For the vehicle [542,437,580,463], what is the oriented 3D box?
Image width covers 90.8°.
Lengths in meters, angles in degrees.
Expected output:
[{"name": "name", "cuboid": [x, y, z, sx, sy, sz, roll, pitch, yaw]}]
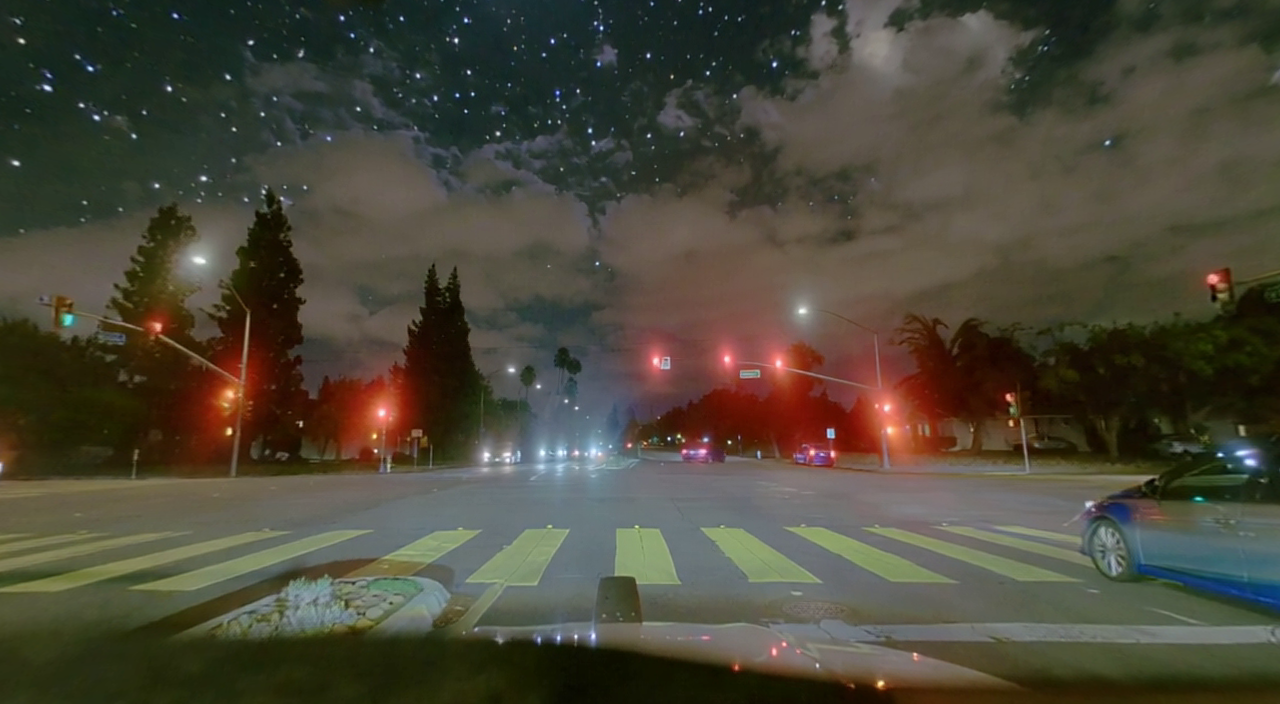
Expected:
[{"name": "vehicle", "cuboid": [-5.529, 6.934, 44.683, 2.091, 1.707, 4.157, 0, -9, 1]}]

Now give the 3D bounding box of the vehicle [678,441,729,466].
[{"name": "vehicle", "cuboid": [4.284, 6.737, 42.083, 2.104, 1.518, 4.999, -3, -9, 21]}]

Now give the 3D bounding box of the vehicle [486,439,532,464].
[{"name": "vehicle", "cuboid": [-8.942, 6.859, 43.633, 2.028, 1.654, 5.027, 0, -9, 1]}]

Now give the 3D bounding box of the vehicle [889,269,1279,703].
[{"name": "vehicle", "cuboid": [2.710, 0.708, 1.722, 2.085, 1.800, 4.908, 0, -9, 1]}]

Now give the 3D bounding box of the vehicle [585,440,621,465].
[{"name": "vehicle", "cuboid": [-2.381, 6.603, 41.627, 2.046, 1.491, 4.118, 0, -9, 0]}]
